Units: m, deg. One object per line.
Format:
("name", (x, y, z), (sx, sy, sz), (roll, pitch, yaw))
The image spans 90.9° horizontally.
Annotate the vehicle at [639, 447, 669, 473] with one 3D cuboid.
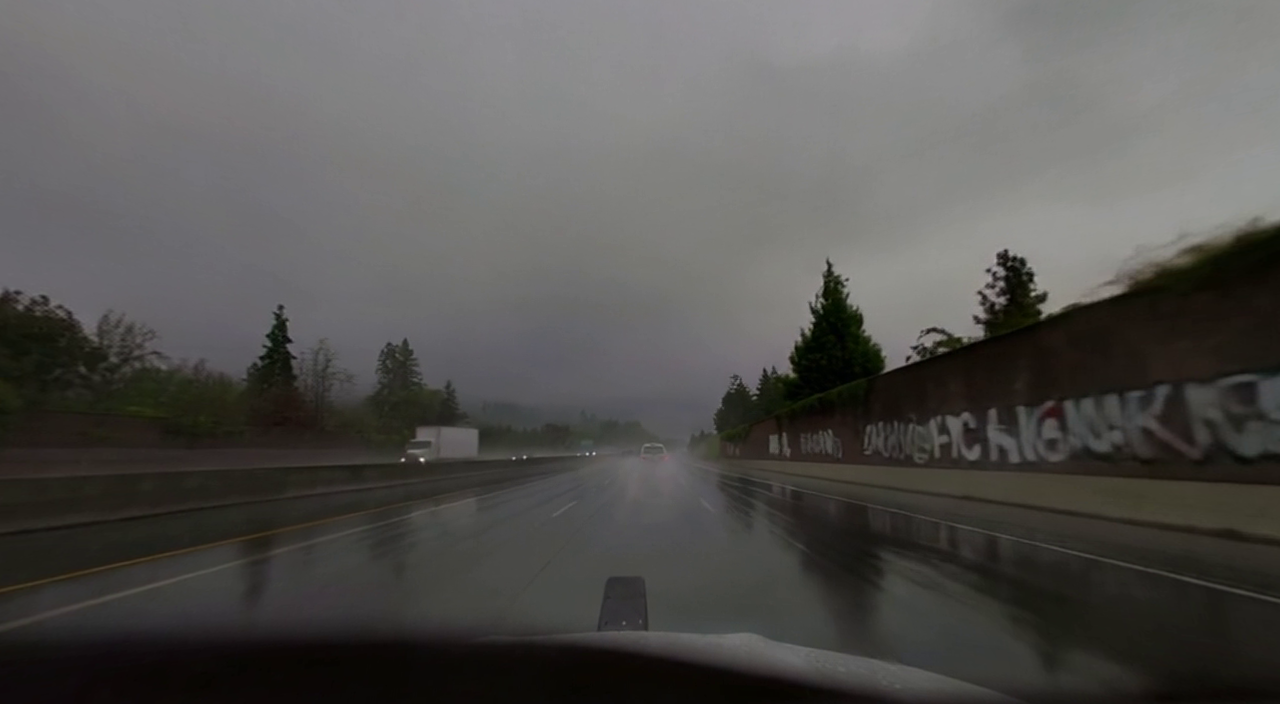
("vehicle", (1.068, 8.507, 49.564), (2.279, 1.934, 4.268), (0, -9, 0))
